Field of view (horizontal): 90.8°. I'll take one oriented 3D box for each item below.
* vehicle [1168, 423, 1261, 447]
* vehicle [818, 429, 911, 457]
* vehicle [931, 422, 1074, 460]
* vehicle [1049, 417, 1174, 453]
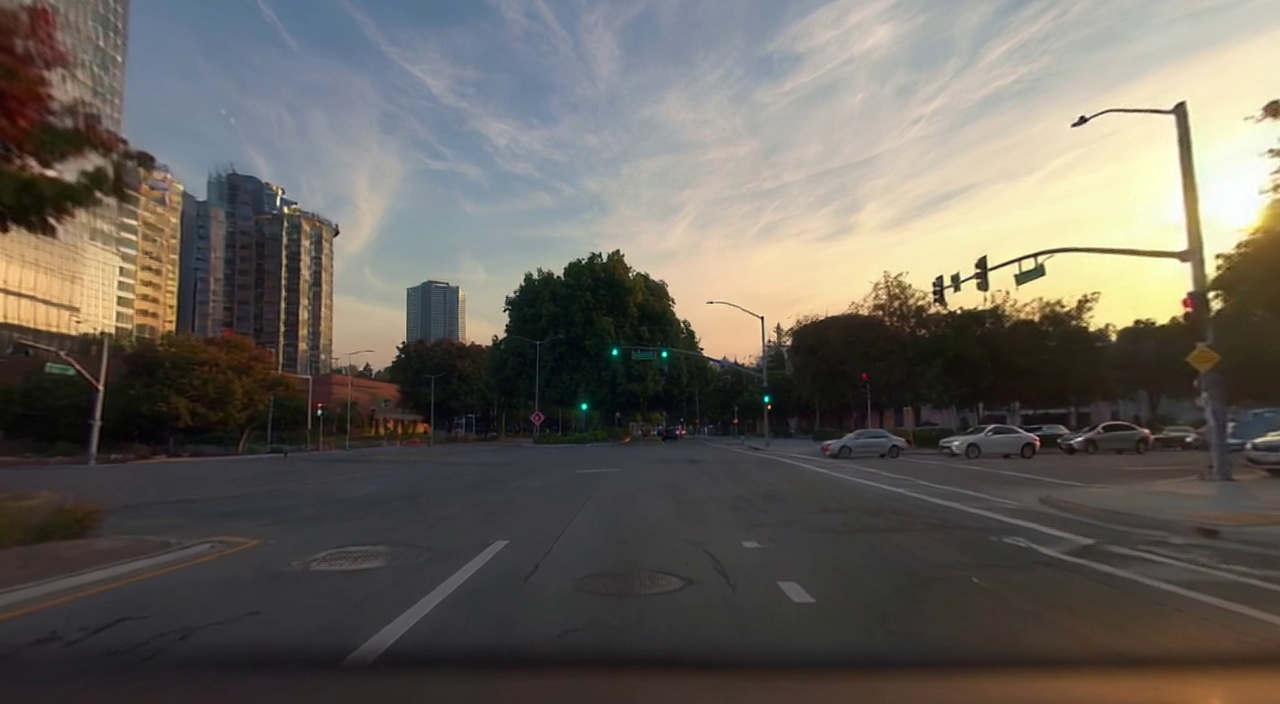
[{"bbox_3d":[42.230,6.142,46.654,2.037,1.614,5.175,-1,-8,1],"label":"vehicle"},{"bbox_3d":[11.209,4.584,31.788,4.046,1.306,1.719,-1,-8,5],"label":"vehicle"},{"bbox_3d":[15.219,3.746,26.703,4.916,1.504,1.846,0,-8,-2],"label":"vehicle"},{"bbox_3d":[23.775,4.207,32.004,4.571,1.698,1.977,-1,-8,3],"label":"vehicle"}]
